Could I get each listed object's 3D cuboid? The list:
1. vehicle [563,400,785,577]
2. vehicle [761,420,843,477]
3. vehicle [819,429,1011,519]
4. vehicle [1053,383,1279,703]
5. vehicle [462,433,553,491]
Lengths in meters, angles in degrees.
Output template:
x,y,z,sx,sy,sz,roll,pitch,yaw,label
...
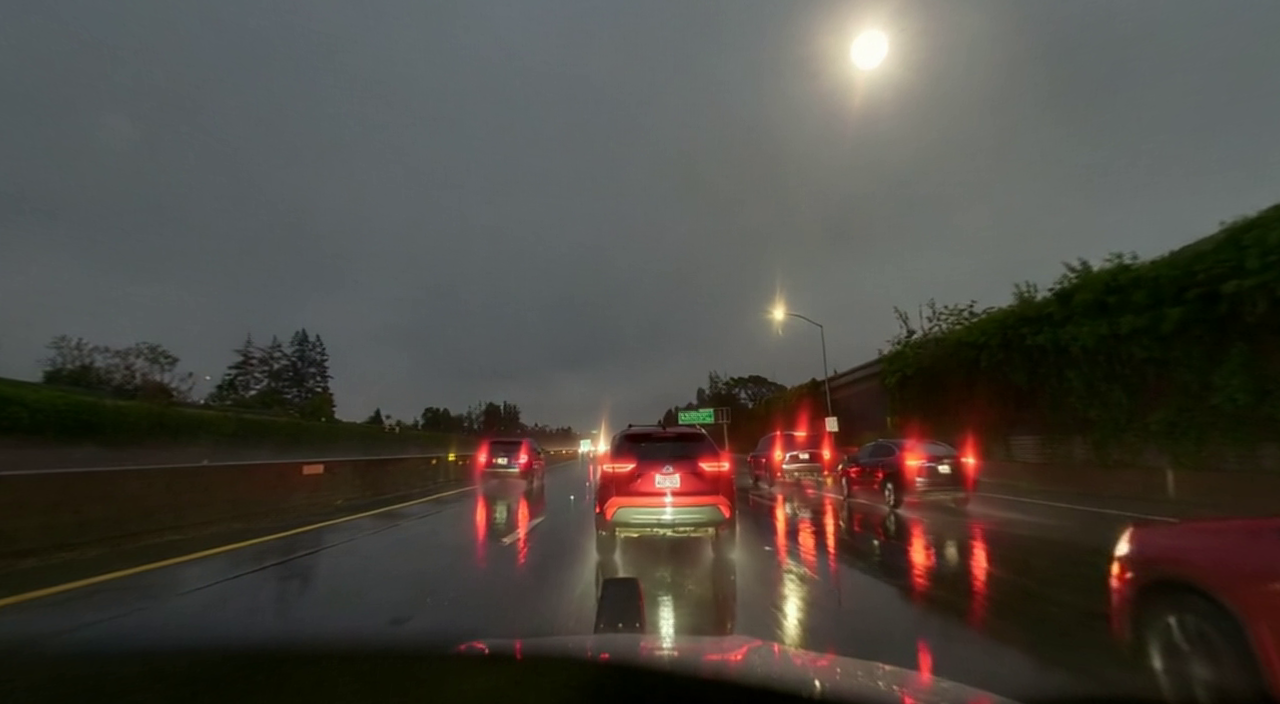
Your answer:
x,y,z,sx,sy,sz,roll,pitch,yaw,label
0.213,1.677,8.374,2.230,1.740,3.976,1,-9,-4,vehicle
7.697,4.710,30.709,2.390,2.503,5.788,0,-9,0,vehicle
5.765,2.620,13.989,1.972,1.647,4.429,1,-9,-5,vehicle
3.278,0.705,1.064,2.028,1.534,4.691,0,-9,1,vehicle
-4.394,3.756,21.727,2.047,1.755,4.638,0,-9,1,vehicle
